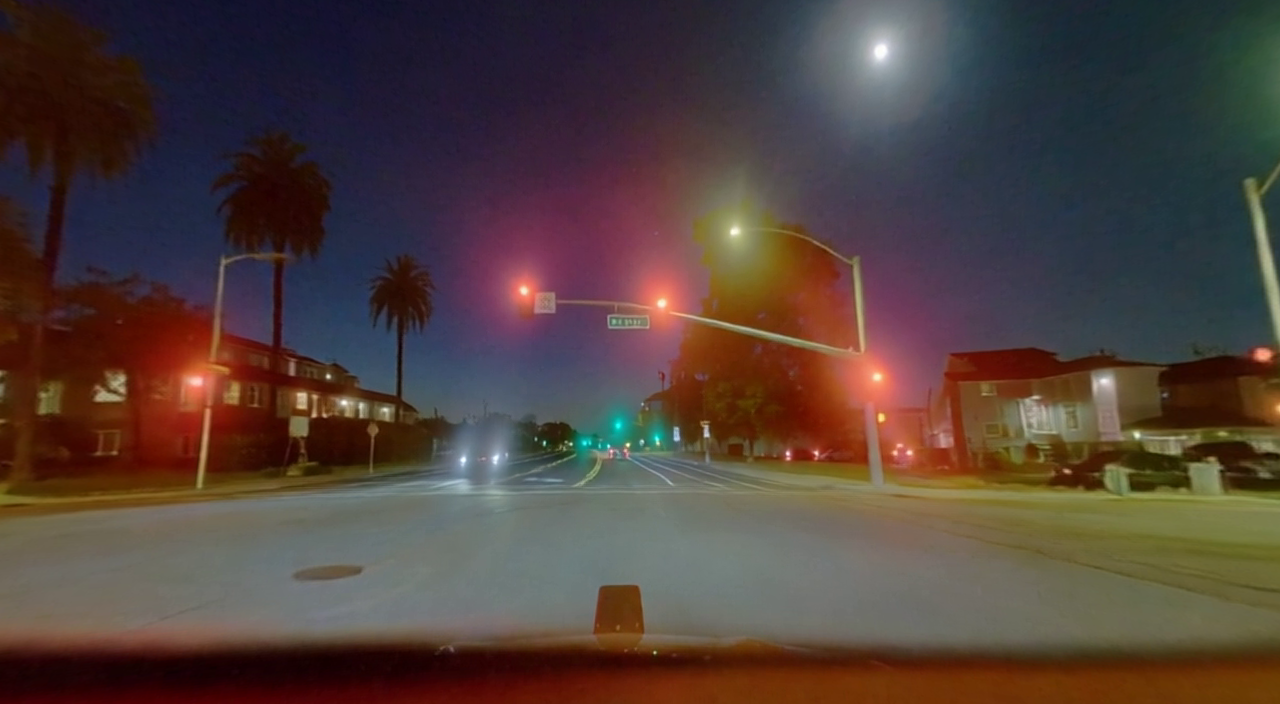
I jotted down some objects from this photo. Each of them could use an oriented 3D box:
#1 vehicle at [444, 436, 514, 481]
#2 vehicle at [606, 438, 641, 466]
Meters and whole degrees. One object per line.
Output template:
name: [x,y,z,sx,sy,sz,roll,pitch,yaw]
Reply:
vehicle: [-6.630,4.422,26.445,1.983,1.684,3.938,0,-8,-1]
vehicle: [-1.221,6.995,44.282,2.248,1.833,4.798,0,-8,-3]
